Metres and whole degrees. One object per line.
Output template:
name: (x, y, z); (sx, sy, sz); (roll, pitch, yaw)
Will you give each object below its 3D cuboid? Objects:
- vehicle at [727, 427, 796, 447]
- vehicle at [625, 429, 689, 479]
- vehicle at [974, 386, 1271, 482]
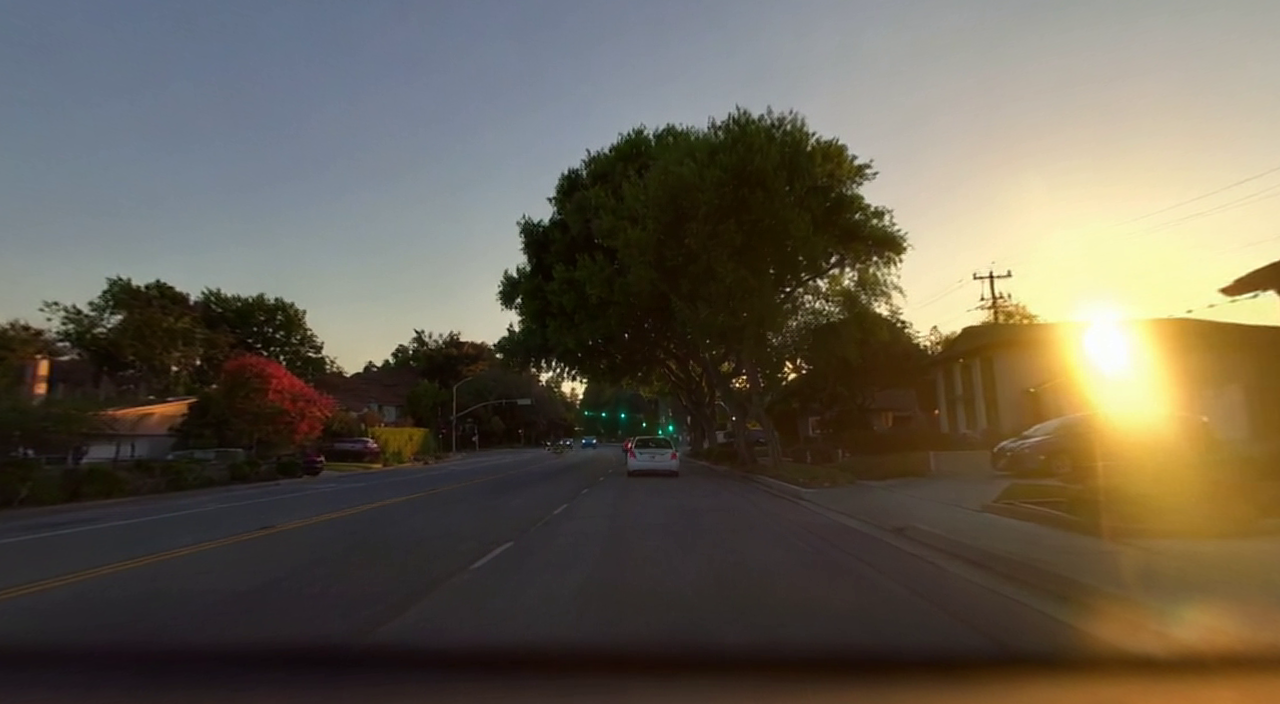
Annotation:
vehicle: (9.338, 6.582, 48.547); (4.783, 1.514, 1.895); (2, -9, -14)
vehicle: (0.575, 3.634, 22.632); (2.088, 1.607, 3.903); (0, -8, 1)
vehicle: (10.200, 1.772, 13.641); (4.746, 1.485, 1.916); (-5, -8, 0)
